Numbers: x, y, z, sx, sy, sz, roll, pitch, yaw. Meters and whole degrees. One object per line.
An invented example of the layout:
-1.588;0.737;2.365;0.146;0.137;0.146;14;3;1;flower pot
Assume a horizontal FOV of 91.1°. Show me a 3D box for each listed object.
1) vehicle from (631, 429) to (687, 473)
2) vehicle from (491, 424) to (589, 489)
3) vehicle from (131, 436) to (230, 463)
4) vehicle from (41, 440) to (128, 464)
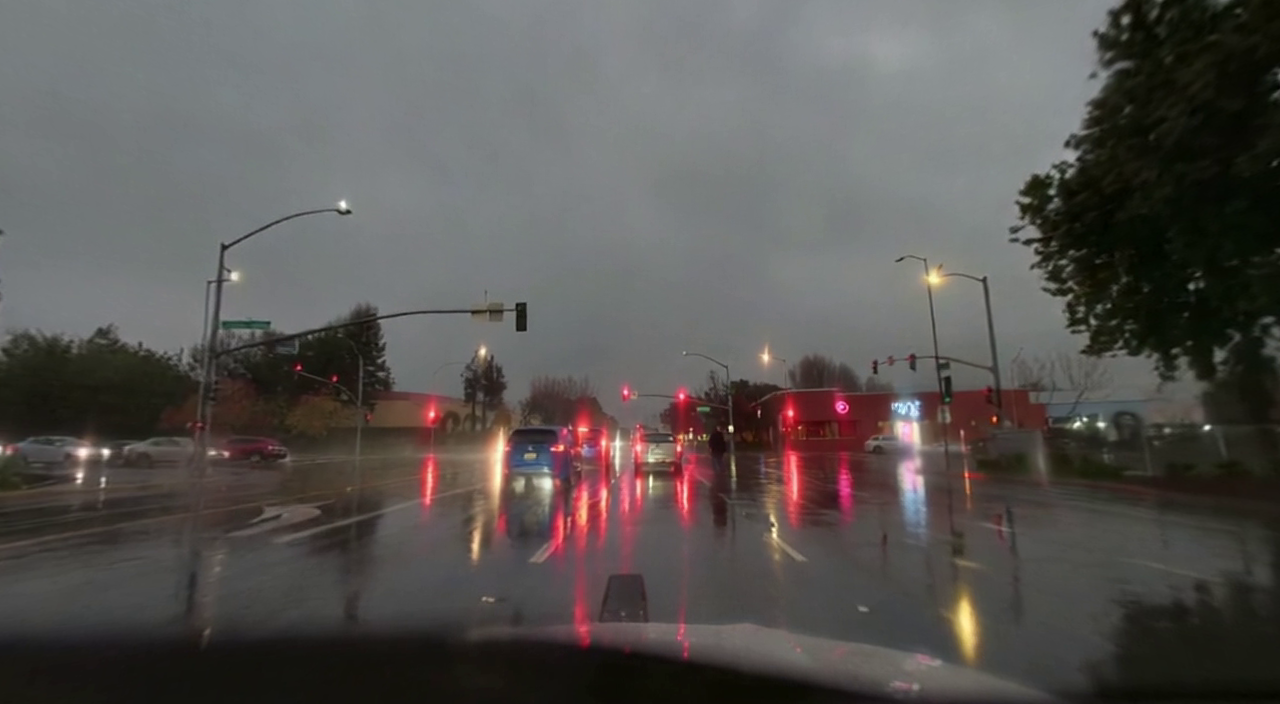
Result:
0.777;4.249;27.183;2.204;1.738;4.690;0;-8;0;vehicle
-2.849;3.114;19.022;2.006;1.707;4.448;-1;-8;3;vehicle
-30.637;6.507;41.949;4.956;1.737;2.135;0;-8;2;vehicle
-37.439;6.743;42.365;4.170;1.551;1.816;0;-9;4;vehicle
